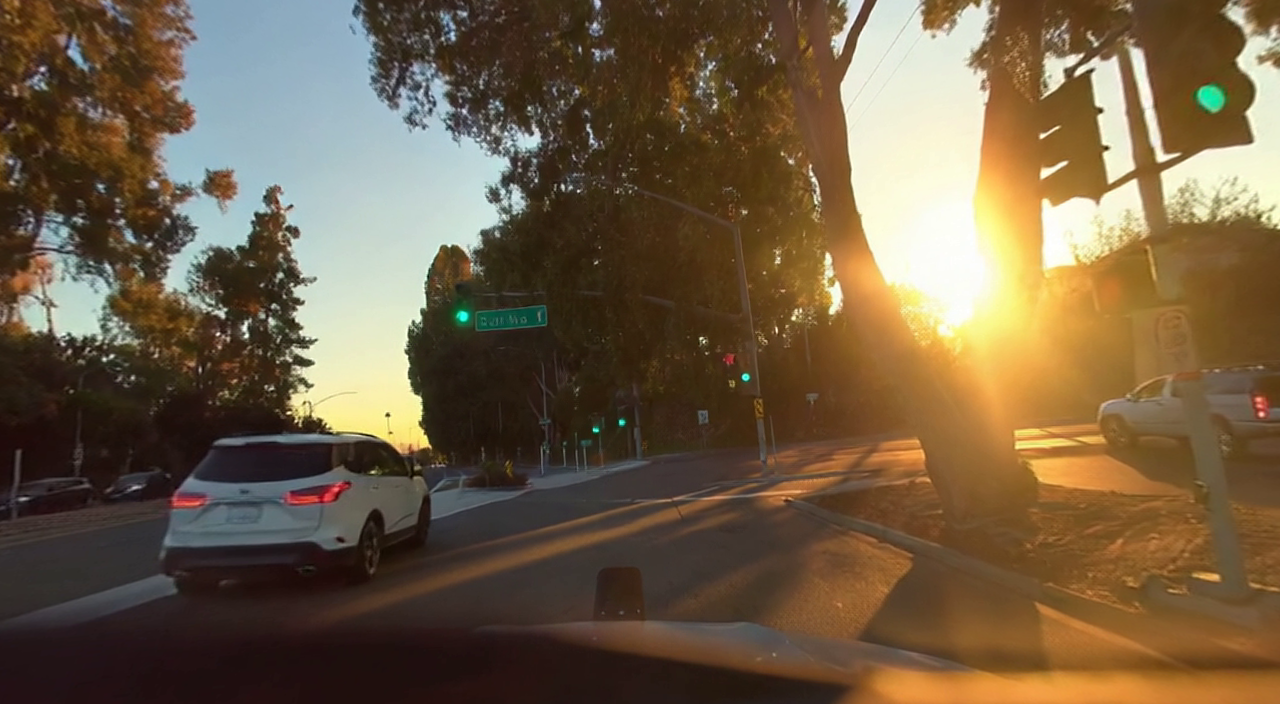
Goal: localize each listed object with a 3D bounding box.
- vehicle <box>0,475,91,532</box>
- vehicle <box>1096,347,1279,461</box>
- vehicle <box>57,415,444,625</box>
[{"bbox_3d":[-22.767,5.584,23.343,1.941,1.685,4.036,-3,-8,-11],"label":"vehicle"},{"bbox_3d":[10.641,1.037,11.336,1.855,1.669,4.529,-3,-9,6],"label":"vehicle"},{"bbox_3d":[-3.935,1.718,7.588,2.134,1.707,4.471,1,-8,-6],"label":"vehicle"}]
